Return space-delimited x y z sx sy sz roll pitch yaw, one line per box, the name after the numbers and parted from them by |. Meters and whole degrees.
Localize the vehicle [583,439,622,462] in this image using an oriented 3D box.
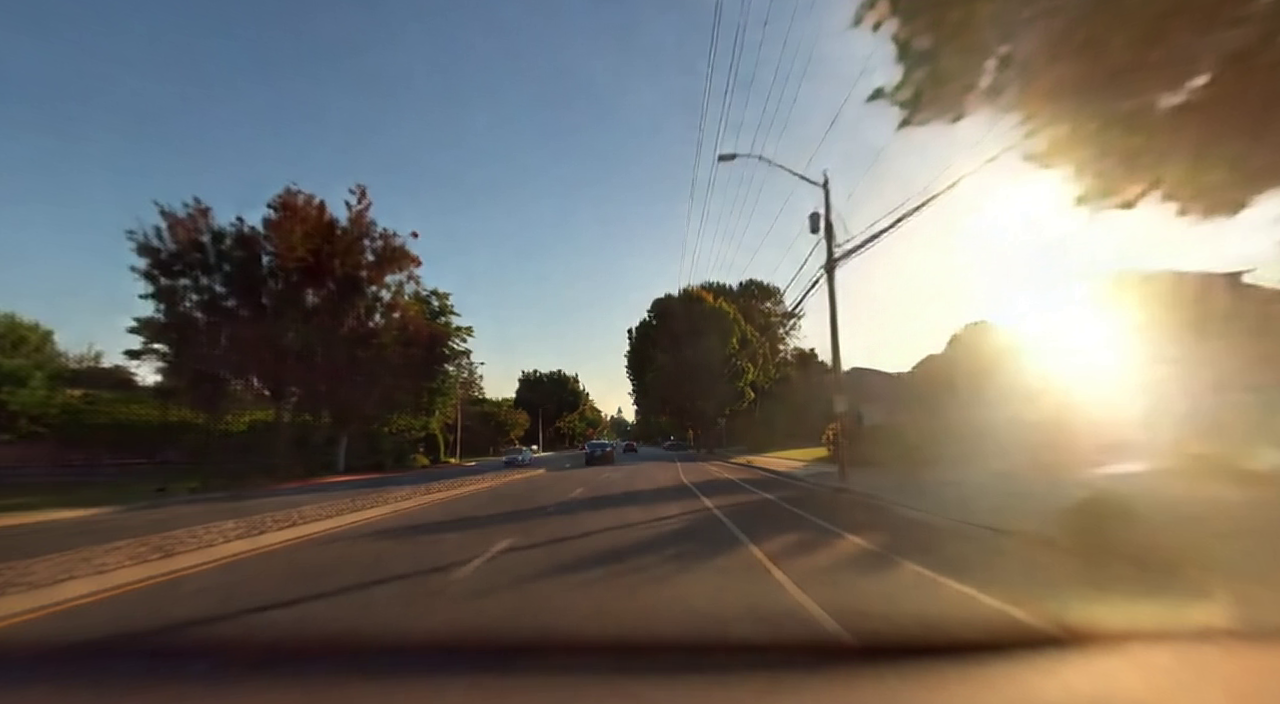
-2.476 6.576 42.230 2.084 1.466 4.522 -1 -8 3 | vehicle

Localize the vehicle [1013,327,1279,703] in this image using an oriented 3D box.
4.316 0.728 2.426 2.336 1.885 5.298 0 -8 -2 | vehicle
